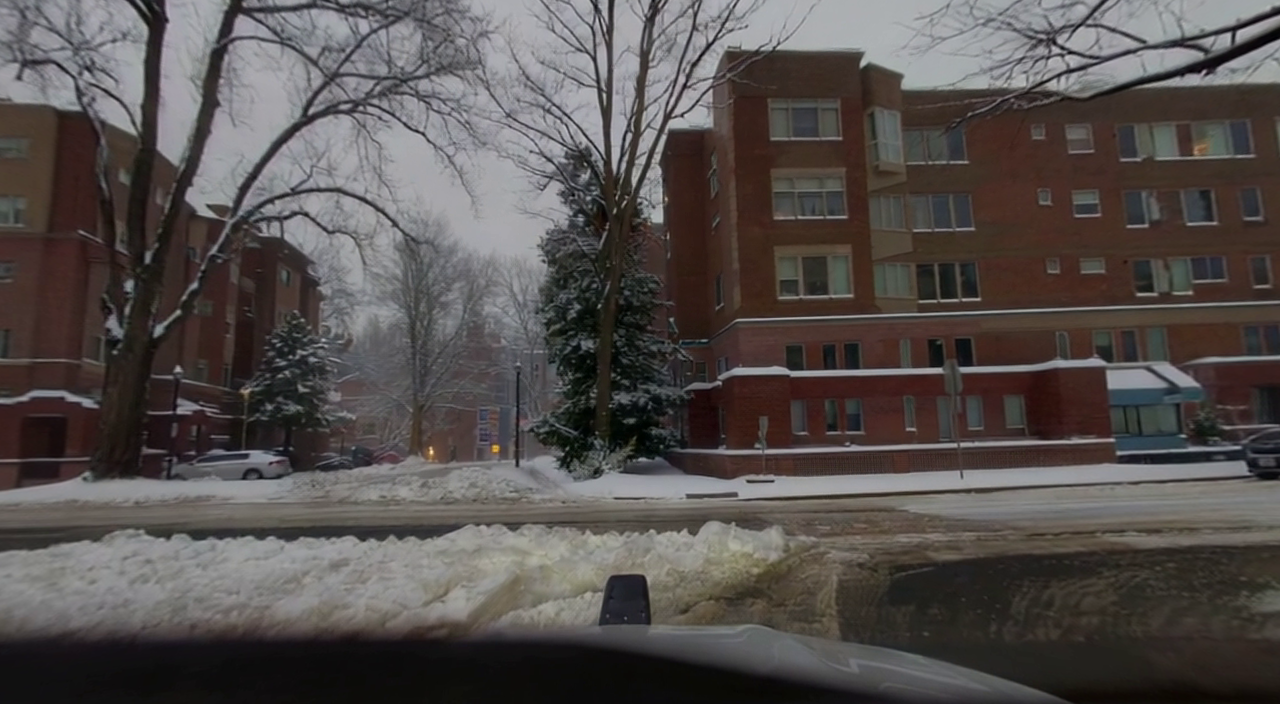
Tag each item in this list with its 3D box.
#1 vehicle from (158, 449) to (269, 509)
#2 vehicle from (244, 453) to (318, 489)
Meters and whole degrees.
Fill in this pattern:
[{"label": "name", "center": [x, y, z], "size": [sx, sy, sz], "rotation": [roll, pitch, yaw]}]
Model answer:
[{"label": "vehicle", "center": [-12.820, 3.759, 19.267], "size": [2.027, 1.475, 4.522], "rotation": [1, -8, -24]}, {"label": "vehicle", "center": [-16.659, 5.491, 29.480], "size": [1.941, 1.442, 4.384], "rotation": [2, -9, -16]}]
